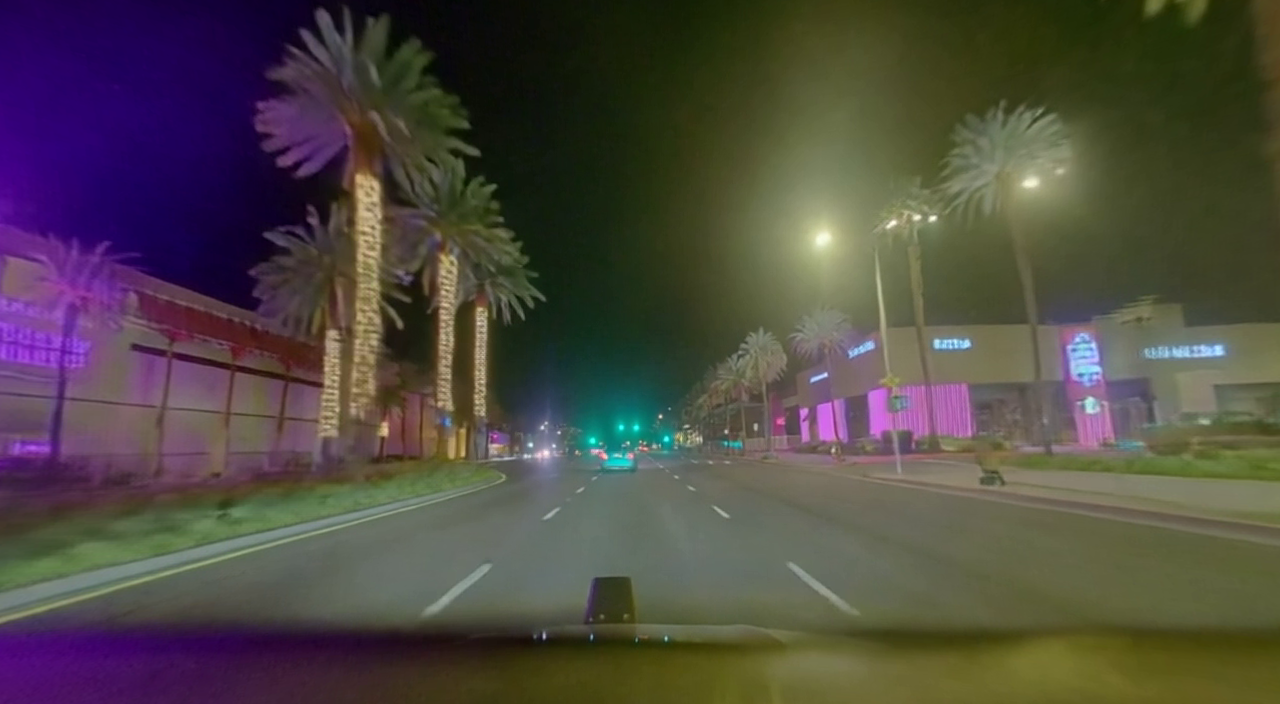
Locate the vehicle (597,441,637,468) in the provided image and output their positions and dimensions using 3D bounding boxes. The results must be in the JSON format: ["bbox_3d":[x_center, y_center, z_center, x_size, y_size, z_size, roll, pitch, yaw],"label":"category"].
[{"bbox_3d":[-1.395,6.456,40.111,2.160,1.615,4.117,-1,-9,4],"label":"vehicle"}]
